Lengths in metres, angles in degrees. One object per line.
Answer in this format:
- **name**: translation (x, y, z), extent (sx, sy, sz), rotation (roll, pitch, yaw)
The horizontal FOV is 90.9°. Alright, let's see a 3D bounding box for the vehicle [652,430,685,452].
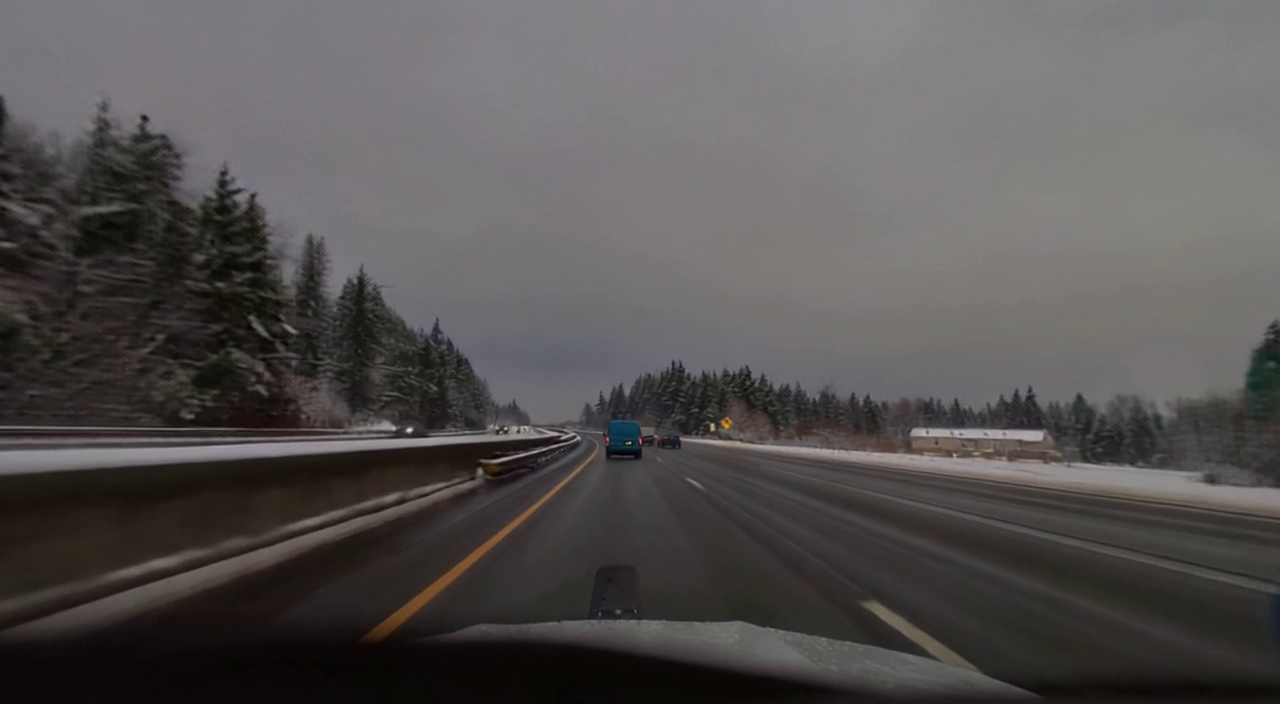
- **vehicle**: translation (2.079, 6.618, 47.019), extent (1.996, 1.589, 3.715), rotation (1, -8, -4)

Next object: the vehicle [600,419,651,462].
- **vehicle**: translation (-0.789, 4.468, 31.809), extent (2.403, 1.994, 4.683), rotation (0, -8, -3)
